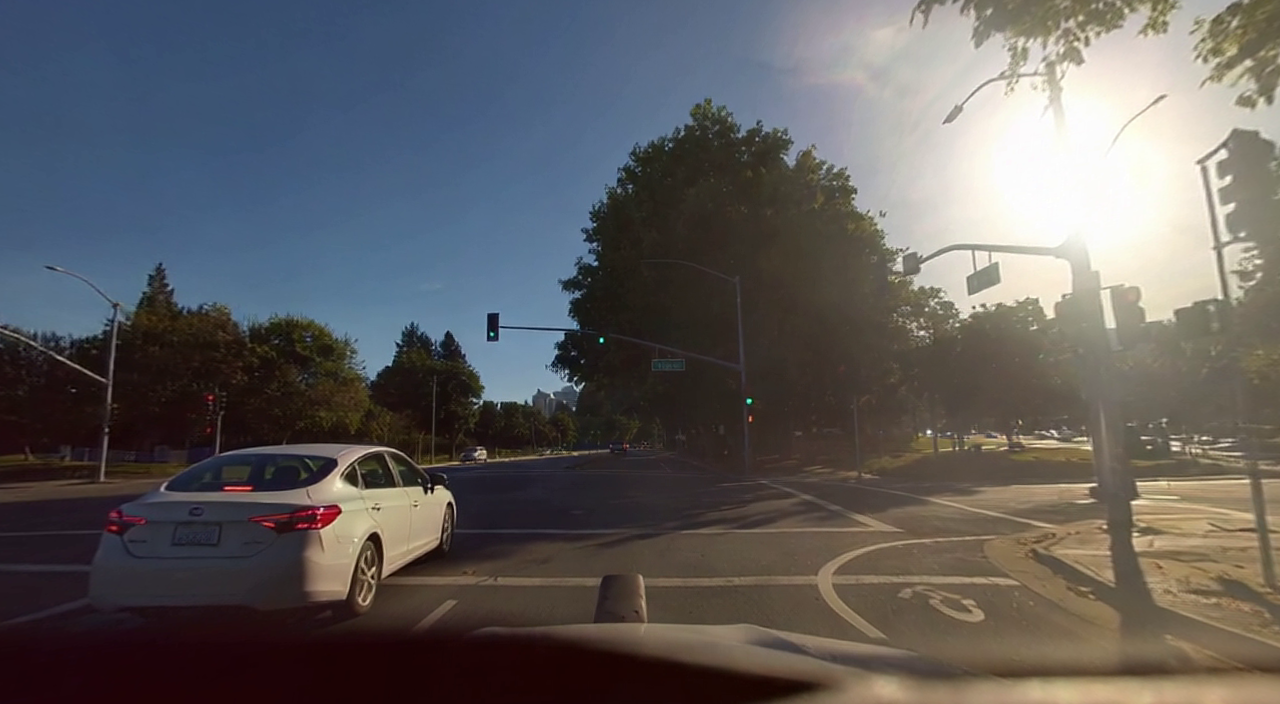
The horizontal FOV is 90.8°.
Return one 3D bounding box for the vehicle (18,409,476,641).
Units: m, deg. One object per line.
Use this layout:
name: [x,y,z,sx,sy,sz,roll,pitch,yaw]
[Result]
vehicle: [-3.331,1.540,6.727,2.076,1.599,4.483,0,-9,-2]
